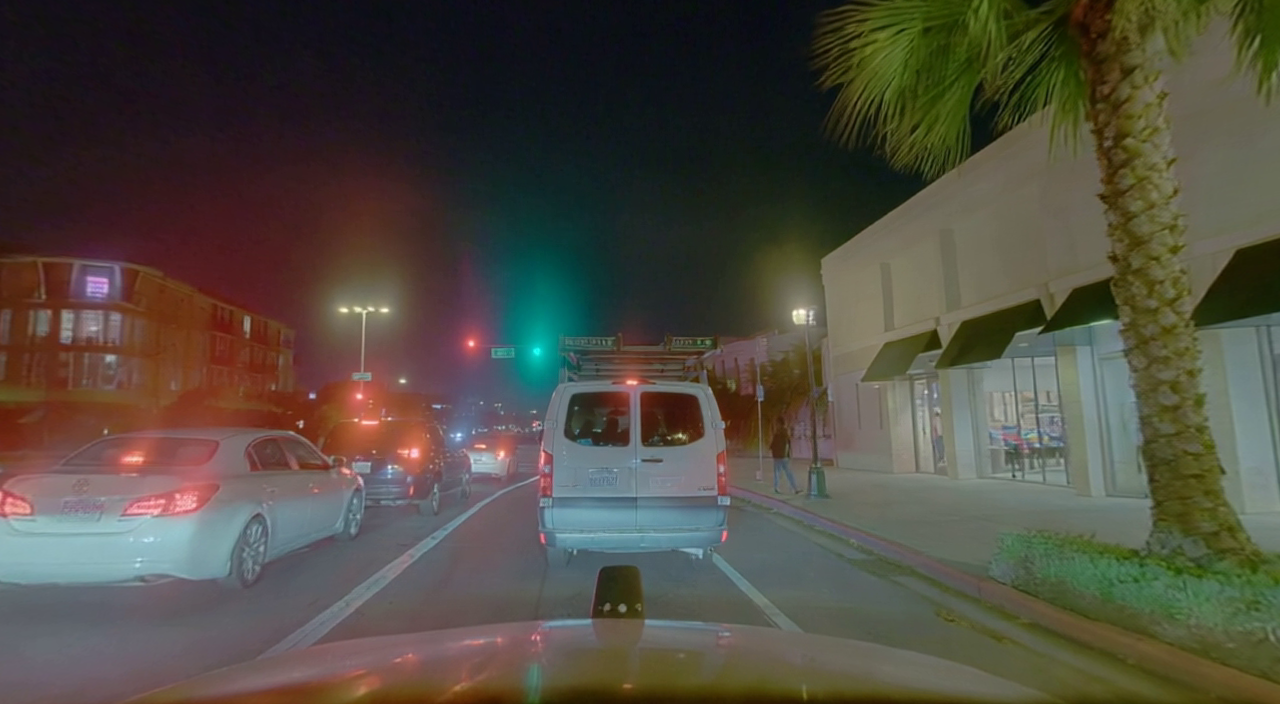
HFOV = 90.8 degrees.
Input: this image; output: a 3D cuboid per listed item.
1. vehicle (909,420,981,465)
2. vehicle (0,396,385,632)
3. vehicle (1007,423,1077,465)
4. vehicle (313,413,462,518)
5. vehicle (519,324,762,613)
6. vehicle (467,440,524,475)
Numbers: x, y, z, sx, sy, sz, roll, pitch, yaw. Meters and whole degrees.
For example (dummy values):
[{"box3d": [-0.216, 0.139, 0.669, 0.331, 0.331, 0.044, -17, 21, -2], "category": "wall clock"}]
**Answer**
[{"box3d": [12.636, 3.757, 26.043, 2.046, 1.675, 3.924, -6, -10, 33], "category": "vehicle"}, {"box3d": [-4.395, 1.461, 6.655, 1.986, 1.643, 4.315, 1, -9, -6], "category": "vehicle"}, {"box3d": [15.776, 3.614, 24.719, 2.048, 1.475, 3.972, -6, -10, 34], "category": "vehicle"}, {"box3d": [-5.223, 2.408, 13.878, 2.089, 1.854, 5.022, 2, -9, -11], "category": "vehicle"}, {"box3d": [-0.213, 1.215, 7.171, 1.902, 2.238, 4.263, 1, -9, -6], "category": "vehicle"}, {"box3d": [-6.853, 4.890, 29.569, 1.818, 1.479, 4.428, 4, -9, -22], "category": "vehicle"}]
